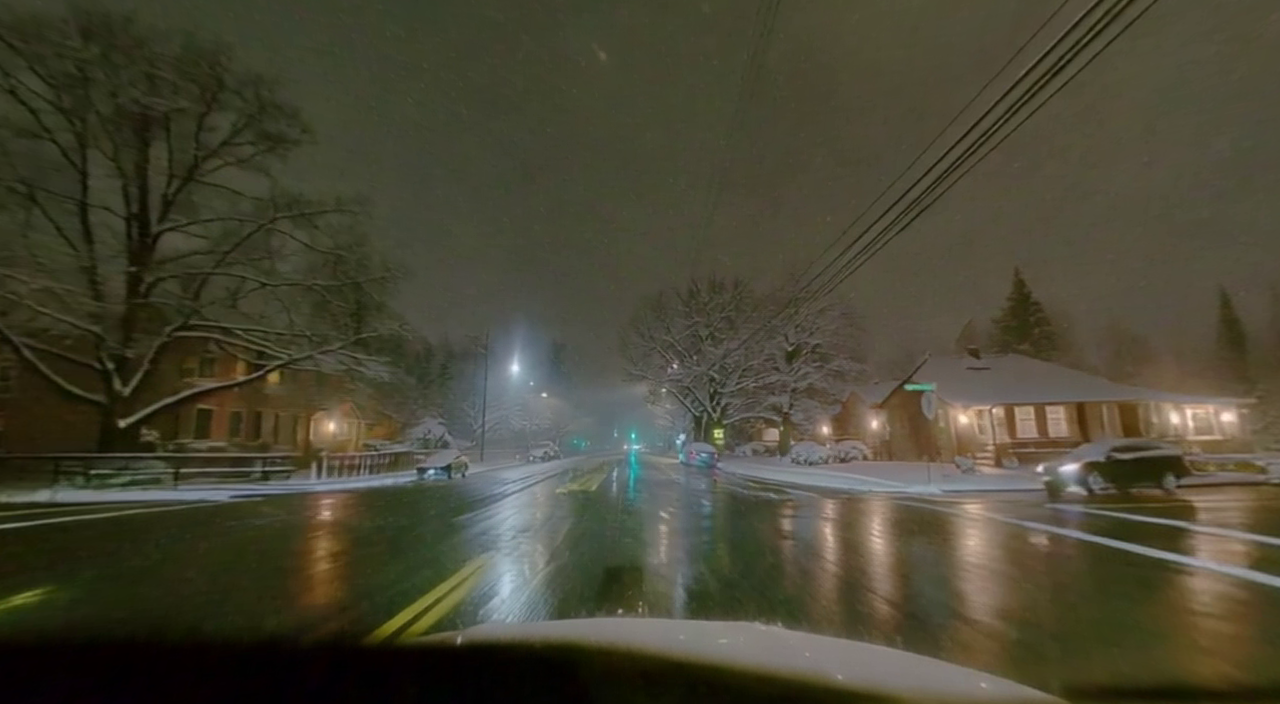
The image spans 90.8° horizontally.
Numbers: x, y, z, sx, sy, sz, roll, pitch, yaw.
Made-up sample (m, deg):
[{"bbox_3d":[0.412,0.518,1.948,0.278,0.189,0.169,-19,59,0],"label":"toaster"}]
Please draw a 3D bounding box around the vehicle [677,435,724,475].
[{"bbox_3d":[3.772,6.618,40.658,2.504,2.114,6.073,6,-9,3],"label":"vehicle"}]

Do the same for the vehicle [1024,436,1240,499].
[{"bbox_3d":[14.382,3.386,18.714,4.635,1.706,1.954,0,-9,2],"label":"vehicle"}]

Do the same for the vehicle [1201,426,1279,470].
[{"bbox_3d":[27.071,4.092,26.978,2.000,1.773,4.469,1,-8,-1],"label":"vehicle"}]

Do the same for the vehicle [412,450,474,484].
[{"bbox_3d":[-10.933,6.386,35.411,2.049,1.527,4.677,-4,-8,-1],"label":"vehicle"}]
